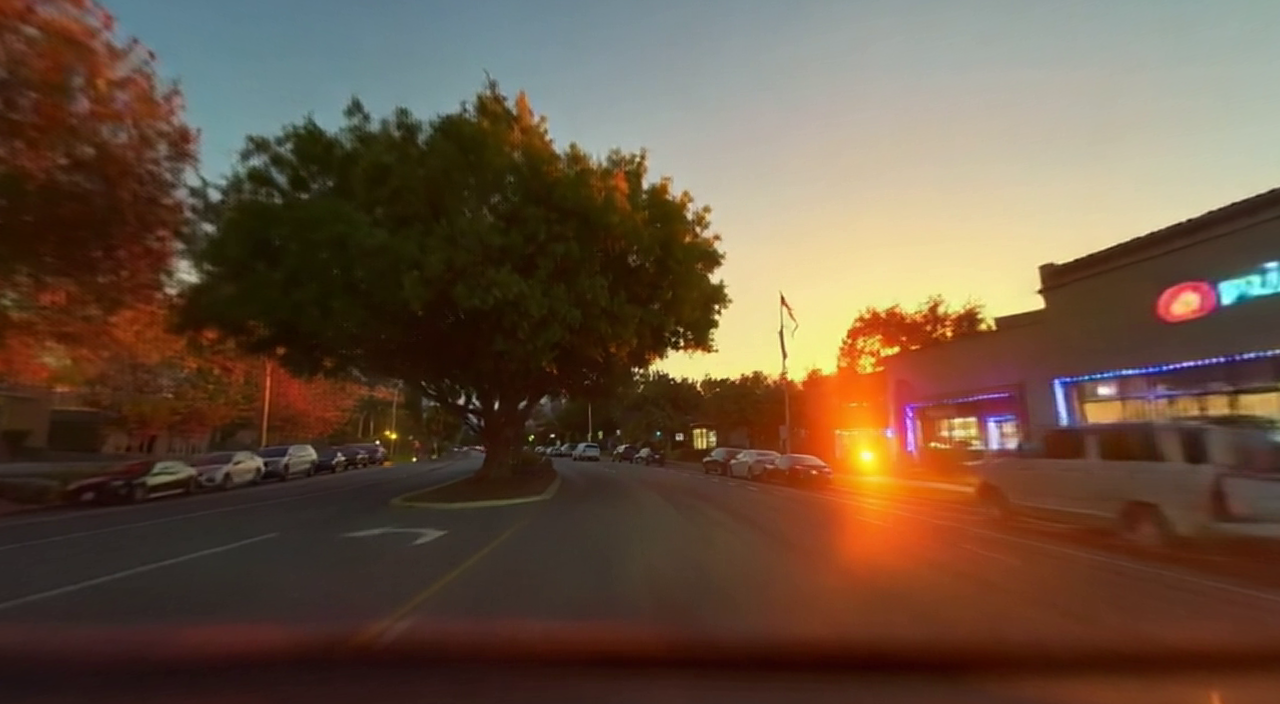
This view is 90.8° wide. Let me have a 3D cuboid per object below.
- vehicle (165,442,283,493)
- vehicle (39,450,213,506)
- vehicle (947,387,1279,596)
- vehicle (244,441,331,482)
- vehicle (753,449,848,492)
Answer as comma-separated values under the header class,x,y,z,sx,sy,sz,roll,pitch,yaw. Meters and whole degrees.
class,x,y,z,sx,sy,sz,roll,pitch,yaw
vehicle,-15.909,4.398,24.493,1.927,1.748,4.474,1,-9,-7
vehicle,-15.473,3.777,19.436,2.027,1.470,4.550,1,-9,-9
vehicle,7.479,1.875,9.524,2.543,2.114,5.984,0,-9,-2
vehicle,-16.925,5.268,30.685,1.876,1.772,5.125,1,-9,-8
vehicle,6.093,4.534,24.645,1.872,1.515,4.799,1,-9,-8
